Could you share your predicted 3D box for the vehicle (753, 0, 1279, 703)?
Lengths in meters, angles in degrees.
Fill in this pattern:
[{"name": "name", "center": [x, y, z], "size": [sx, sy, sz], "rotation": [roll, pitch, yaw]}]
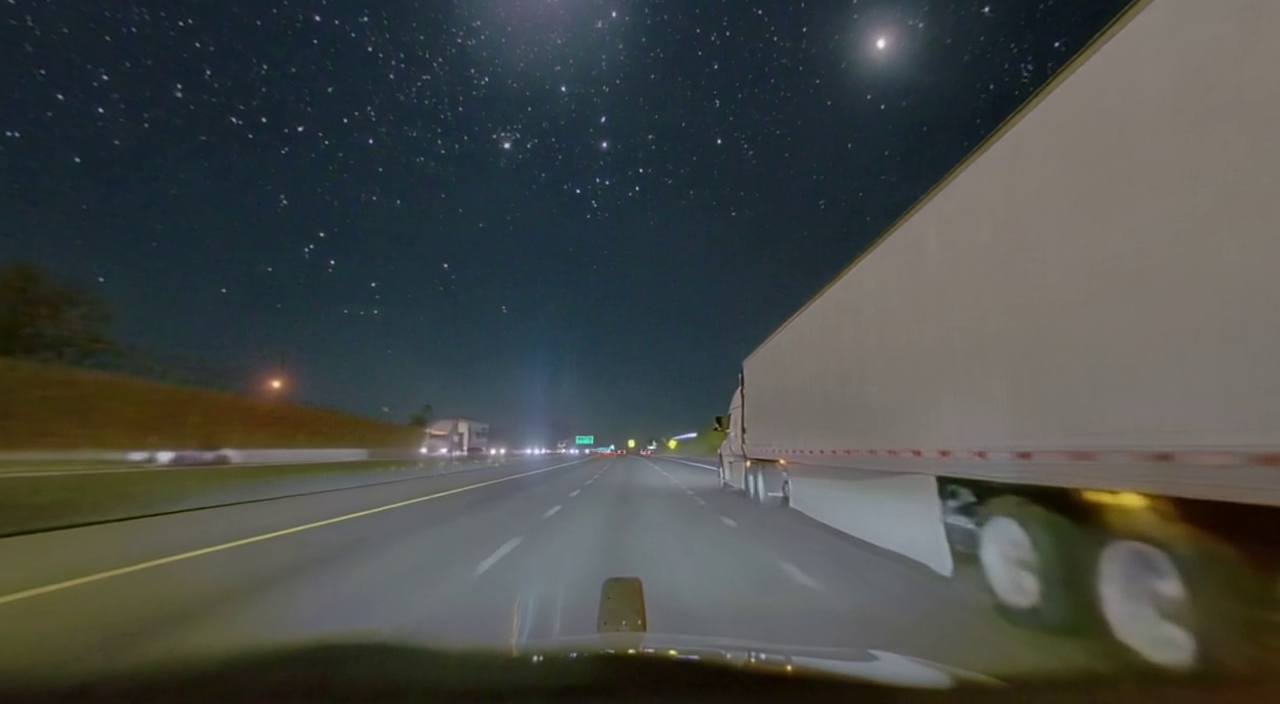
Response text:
[{"name": "vehicle", "center": [3.805, 0.635, 6.783], "size": [2.876, 3.586, 11.726], "rotation": [0, -9, -1]}]
